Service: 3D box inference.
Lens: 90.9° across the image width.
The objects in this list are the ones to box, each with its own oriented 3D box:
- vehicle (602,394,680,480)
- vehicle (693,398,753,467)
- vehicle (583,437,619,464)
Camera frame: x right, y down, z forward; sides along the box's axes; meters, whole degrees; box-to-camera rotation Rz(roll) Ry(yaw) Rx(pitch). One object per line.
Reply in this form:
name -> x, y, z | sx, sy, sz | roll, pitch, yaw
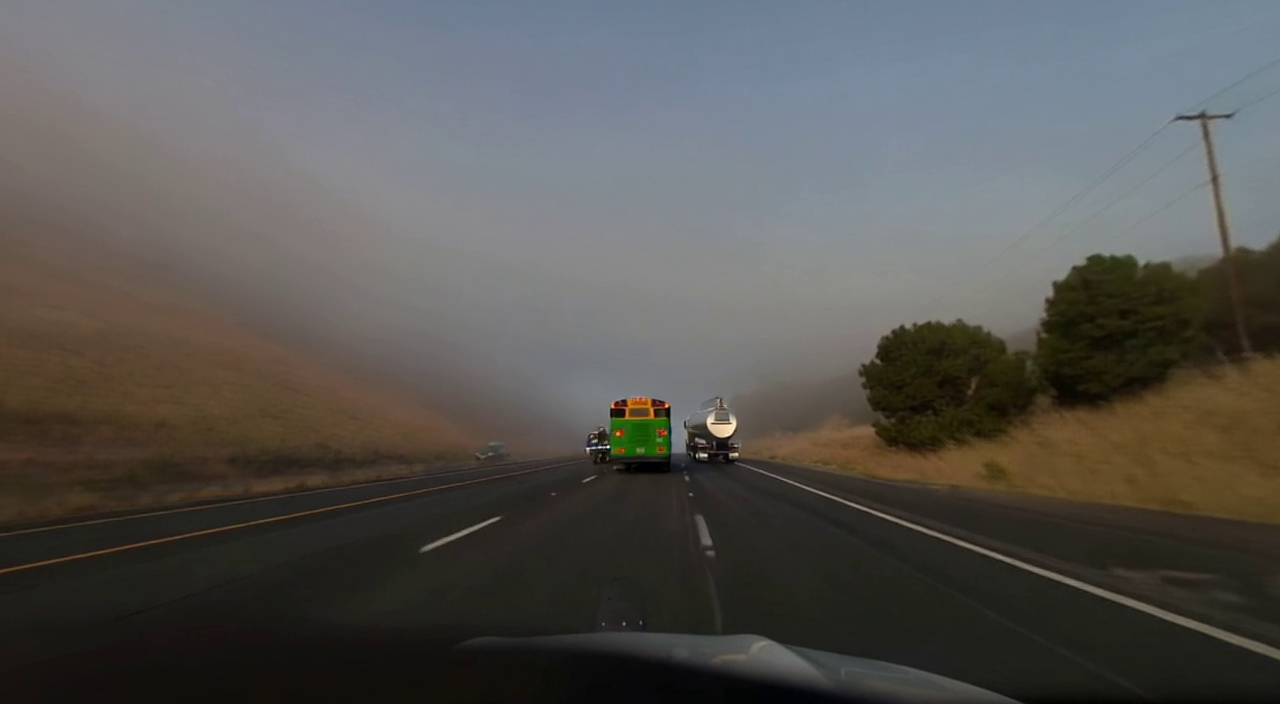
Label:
vehicle -> 0.262, 3.988, 29.416 | 2.948, 3.265, 10.569 | 0, -8, 3
vehicle -> 4.812, 4.877, 37.718 | 2.716, 3.705, 7.018 | 0, -8, 1
vehicle -> -2.765, 7.130, 45.976 | 2.179, 1.846, 4.335 | 0, -8, 3
